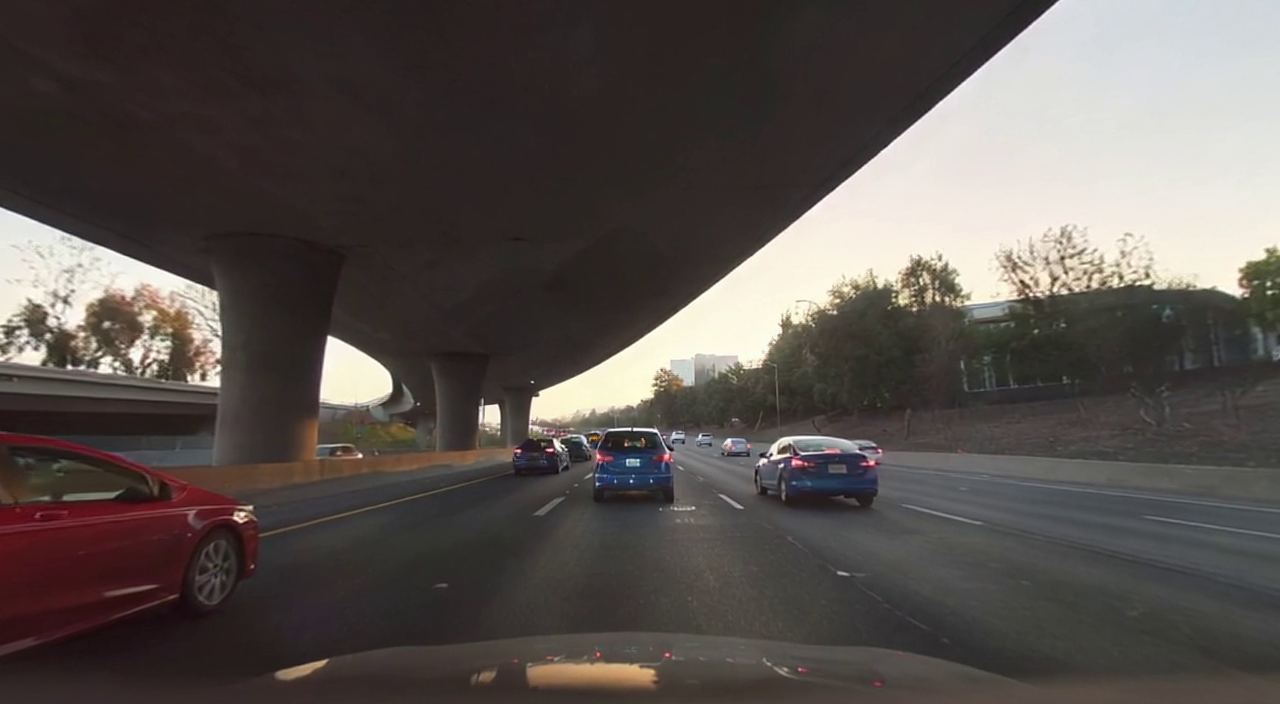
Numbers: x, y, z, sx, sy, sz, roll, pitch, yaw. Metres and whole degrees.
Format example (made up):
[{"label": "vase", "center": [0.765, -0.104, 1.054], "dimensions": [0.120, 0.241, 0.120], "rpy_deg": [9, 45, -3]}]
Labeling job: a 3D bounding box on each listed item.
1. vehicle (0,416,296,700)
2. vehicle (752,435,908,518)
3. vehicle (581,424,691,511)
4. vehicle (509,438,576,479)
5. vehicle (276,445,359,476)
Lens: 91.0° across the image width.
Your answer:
[{"label": "vehicle", "center": [-4.351, 1.155, 3.826], "dimensions": [1.974, 1.478, 4.412], "rpy_deg": [0, -9, 0]}, {"label": "vehicle", "center": [3.936, 2.660, 14.007], "dimensions": [2.031, 1.492, 4.577], "rpy_deg": [0, -9, 0]}, {"label": "vehicle", "center": [-0.054, 2.596, 14.547], "dimensions": [2.181, 1.697, 4.021], "rpy_deg": [0, -9, 1]}, {"label": "vehicle", "center": [-3.921, 4.351, 26.044], "dimensions": [1.947, 1.516, 4.295], "rpy_deg": [0, -9, 1]}, {"label": "vehicle", "center": [-17.650, 5.948, 34.774], "dimensions": [1.931, 1.528, 4.799], "rpy_deg": [0, -9, 1]}]
